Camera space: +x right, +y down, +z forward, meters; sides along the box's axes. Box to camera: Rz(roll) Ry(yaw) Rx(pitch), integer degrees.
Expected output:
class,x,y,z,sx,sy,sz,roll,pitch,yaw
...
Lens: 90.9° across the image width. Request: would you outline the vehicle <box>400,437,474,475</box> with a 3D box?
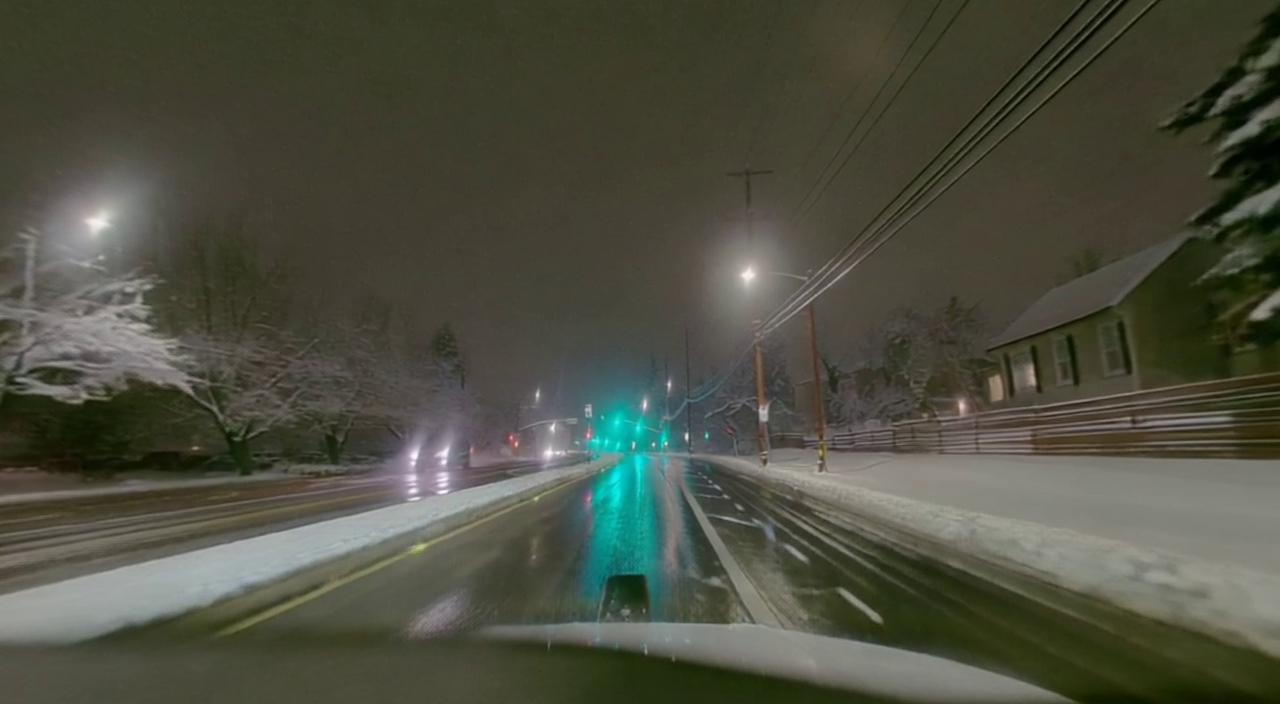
class,x,y,z,sx,sy,sz,roll,pitch,yaw
vehicle,-11.010,5.678,34.665,2.336,1.905,4.908,0,-8,1
